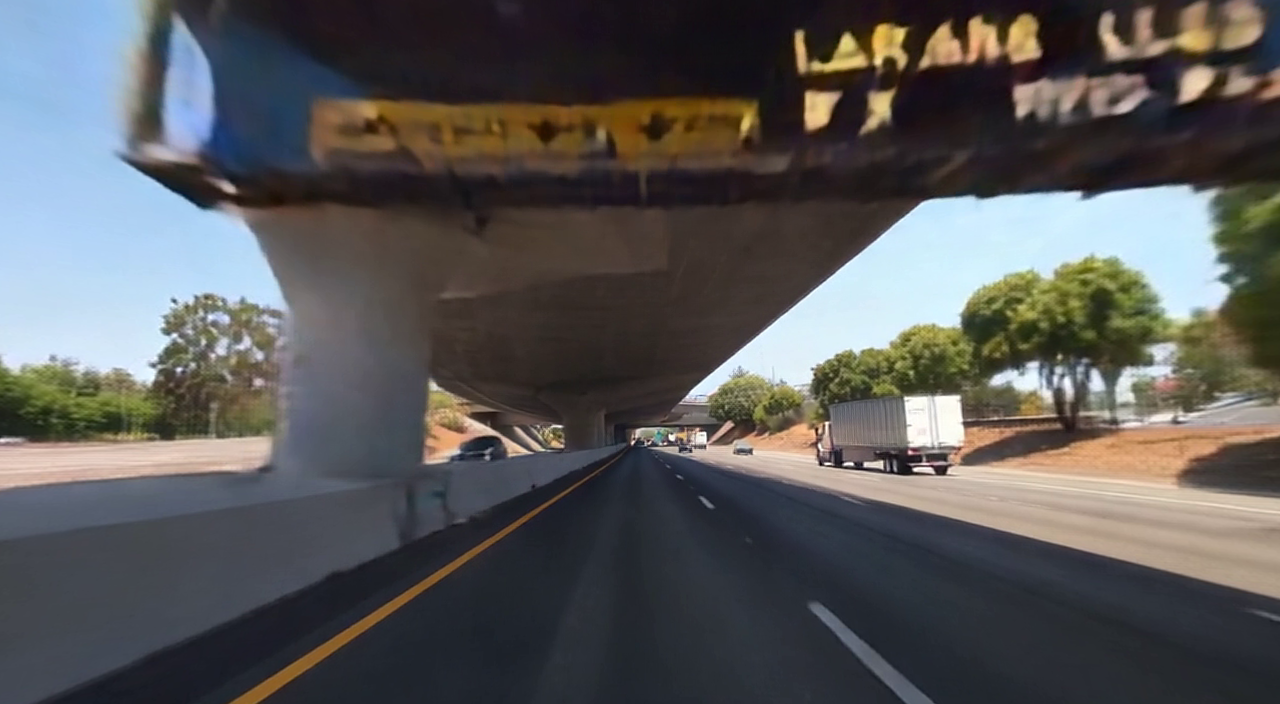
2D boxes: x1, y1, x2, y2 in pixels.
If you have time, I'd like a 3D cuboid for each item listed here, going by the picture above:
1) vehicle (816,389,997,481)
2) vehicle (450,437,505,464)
[{"bbox_3d":[10.851,3.699,27.560,2.960,3.207,10.950,0,-8,-1],"label":"vehicle"},{"bbox_3d":[-10.004,6.101,39.118,2.009,1.551,4.720,0,-8,2],"label":"vehicle"}]
